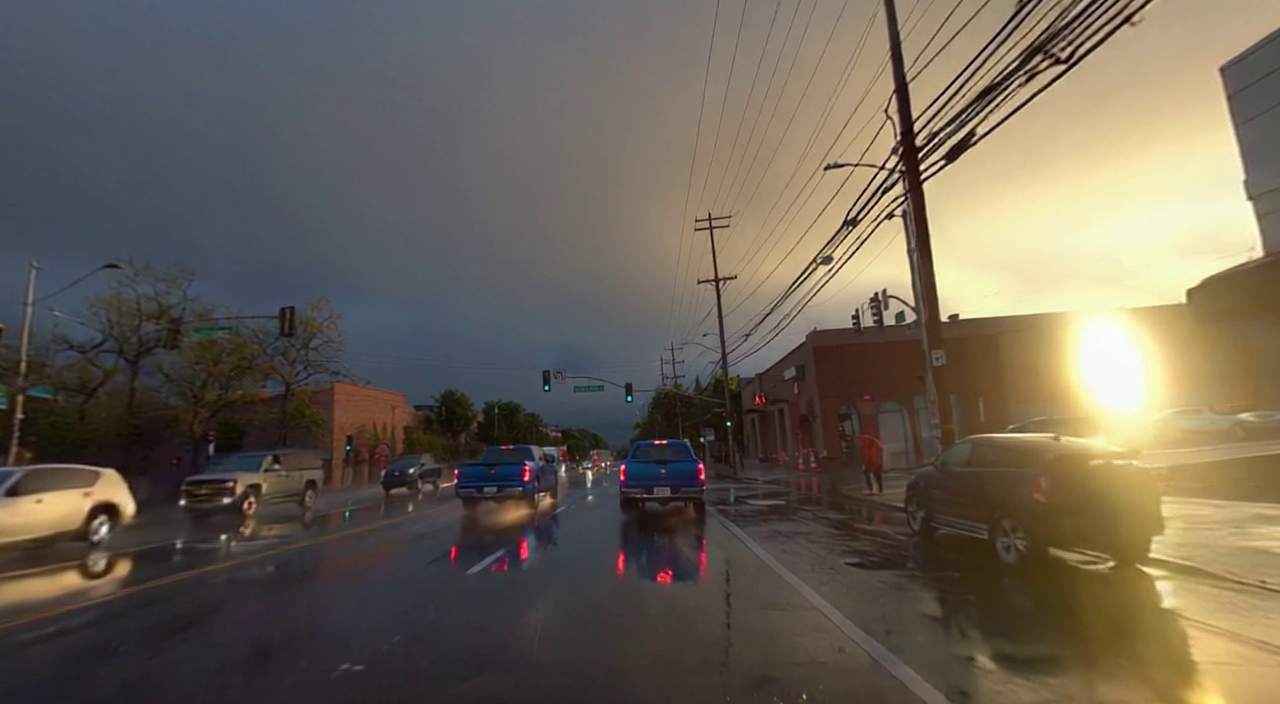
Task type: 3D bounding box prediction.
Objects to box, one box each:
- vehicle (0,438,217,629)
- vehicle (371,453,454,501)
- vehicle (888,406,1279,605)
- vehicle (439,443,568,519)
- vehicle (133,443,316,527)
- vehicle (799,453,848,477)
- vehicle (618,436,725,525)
[{"bbox_3d":[-6.250,1.534,5.480,1.994,1.551,4.414,0,-9,1],"label":"vehicle"},{"bbox_3d":[-10.387,5.692,29.225,2.081,1.925,5.632,1,-9,-4],"label":"vehicle"},{"bbox_3d":[5.071,1.777,8.247,1.974,1.823,4.576,0,-9,3],"label":"vehicle"},{"bbox_3d":[-3.107,3.042,15.459,1.995,1.554,4.618,0,-9,2],"label":"vehicle"},{"bbox_3d":[-11.167,3.546,17.491,2.133,1.952,4.856,1,-9,-7],"label":"vehicle"},{"bbox_3d":[13.313,8.203,45.987,2.075,1.556,4.585,1,-9,-1],"label":"vehicle"},{"bbox_3d":[0.871,2.885,14.755,2.089,1.699,4.650,-1,-9,6],"label":"vehicle"}]
